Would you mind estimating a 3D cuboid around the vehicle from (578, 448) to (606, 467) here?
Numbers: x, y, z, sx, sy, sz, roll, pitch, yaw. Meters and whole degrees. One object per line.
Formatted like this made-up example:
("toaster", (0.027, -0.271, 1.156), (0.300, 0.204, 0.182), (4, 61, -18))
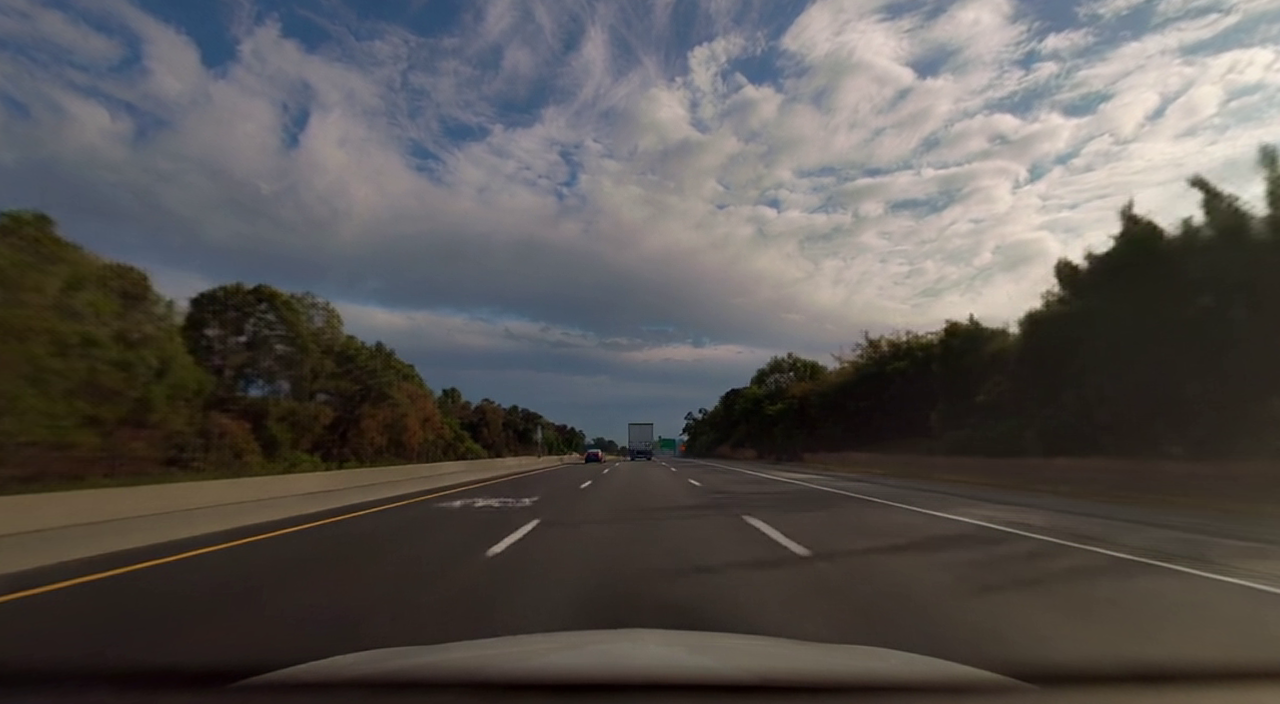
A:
("vehicle", (-3.666, 8.169, 49.035), (1.955, 1.438, 4.100), (0, -9, -1))
